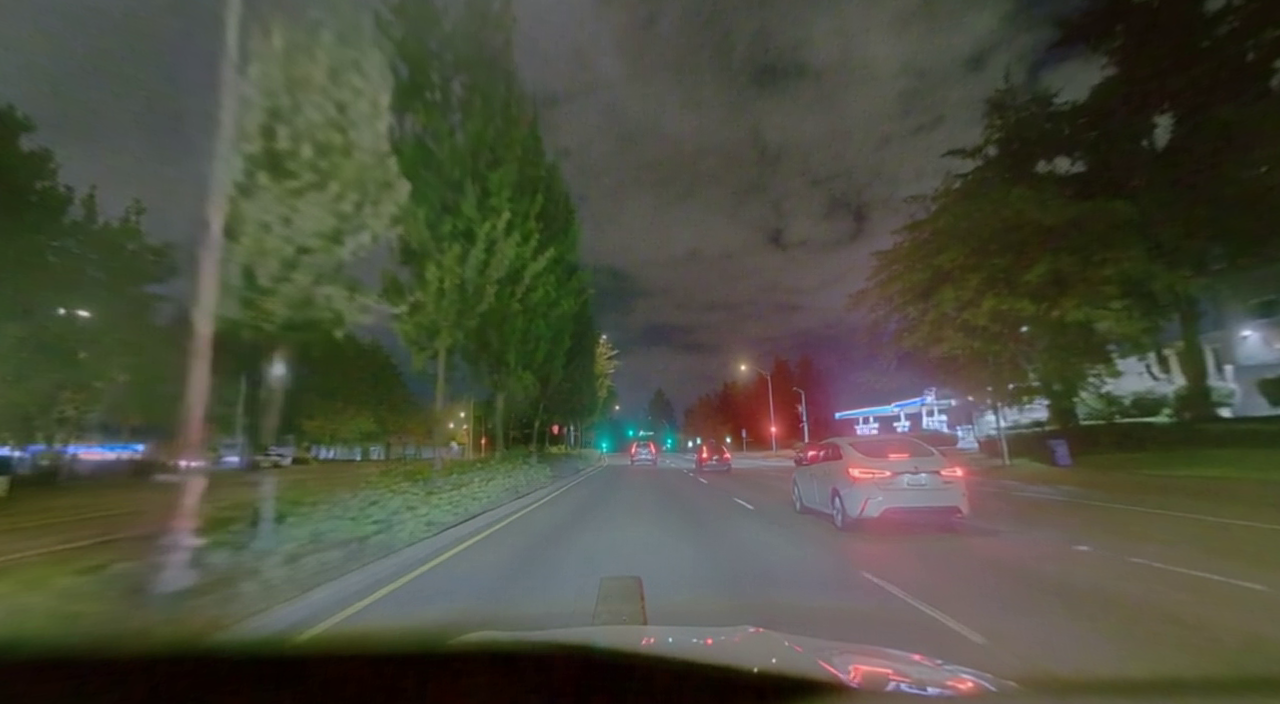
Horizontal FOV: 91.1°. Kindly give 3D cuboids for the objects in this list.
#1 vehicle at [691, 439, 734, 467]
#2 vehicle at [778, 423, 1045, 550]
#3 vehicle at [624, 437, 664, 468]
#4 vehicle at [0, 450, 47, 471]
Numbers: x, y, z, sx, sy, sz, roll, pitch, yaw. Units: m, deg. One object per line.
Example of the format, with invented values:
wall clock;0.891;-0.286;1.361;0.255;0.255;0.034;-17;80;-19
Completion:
vehicle;4.195;5.926;36.960;1.980;1.515;4.362;0;-9;-1
vehicle;3.804;1.981;10.000;2.119;1.509;4.756;0;-9;0
vehicle;0.238;5.877;36.812;2.172;1.694;4.055;0;-9;0
vehicle;-46.461;7.903;45.822;4.234;1.475;1.929;0;-9;0
